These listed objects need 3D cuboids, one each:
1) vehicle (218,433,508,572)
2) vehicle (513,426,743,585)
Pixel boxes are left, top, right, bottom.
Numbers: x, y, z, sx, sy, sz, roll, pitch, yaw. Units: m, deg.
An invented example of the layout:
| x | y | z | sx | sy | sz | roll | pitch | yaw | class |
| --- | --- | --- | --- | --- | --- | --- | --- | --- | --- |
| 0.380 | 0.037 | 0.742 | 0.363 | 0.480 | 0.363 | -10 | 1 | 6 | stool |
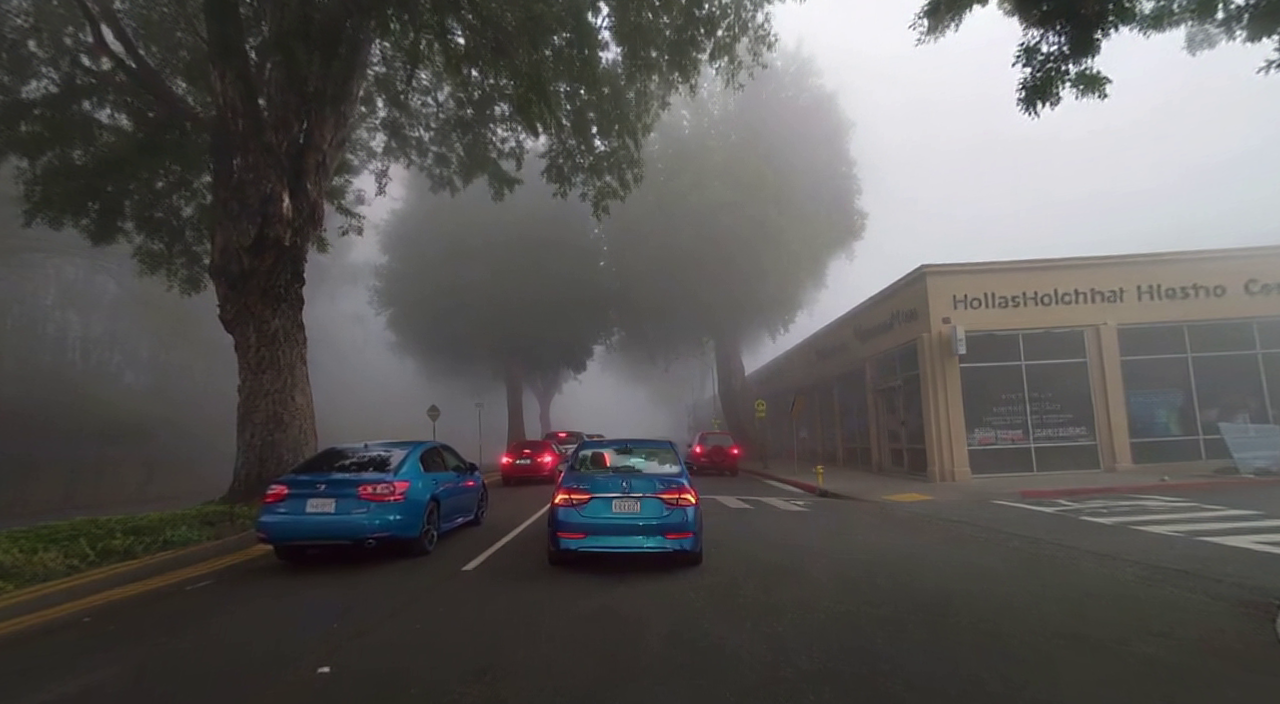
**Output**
| x | y | z | sx | sy | sz | roll | pitch | yaw | class |
| --- | --- | --- | --- | --- | --- | --- | --- | --- | --- |
| -3.408 | 1.928 | 8.937 | 2.029 | 1.456 | 4.414 | 0 | -9 | 1 | vehicle |
| -0.121 | 1.755 | 8.029 | 2.160 | 1.482 | 4.037 | 0 | -9 | 0 | vehicle |
